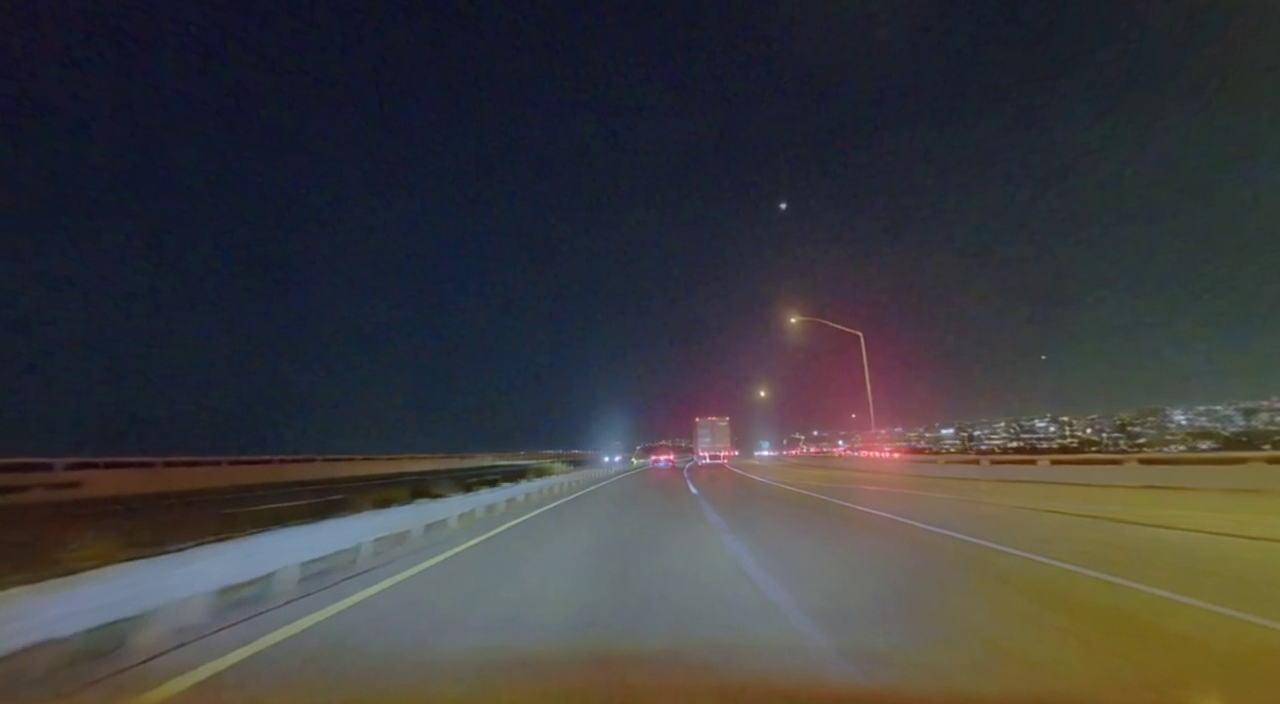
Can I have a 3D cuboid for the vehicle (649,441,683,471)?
[{"bbox_3d":[2.017,7.806,47.378,2.271,2.049,4.894,-1,-9,5],"label":"vehicle"}]
